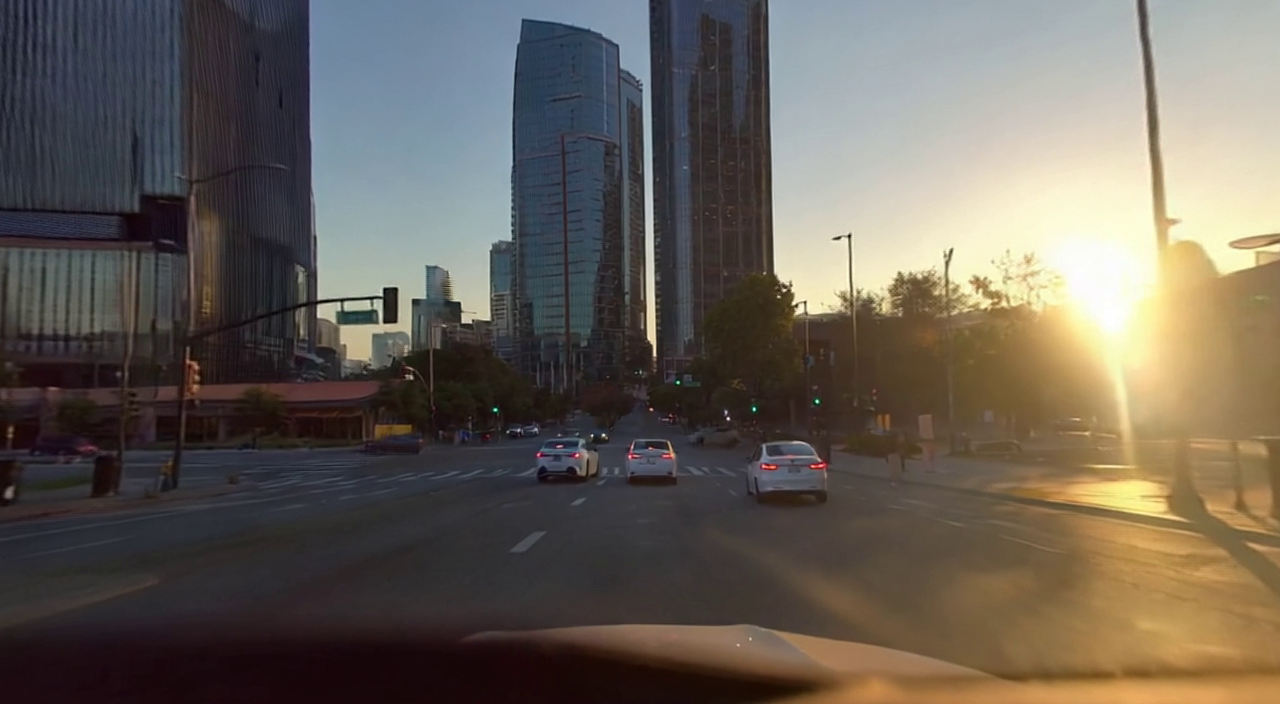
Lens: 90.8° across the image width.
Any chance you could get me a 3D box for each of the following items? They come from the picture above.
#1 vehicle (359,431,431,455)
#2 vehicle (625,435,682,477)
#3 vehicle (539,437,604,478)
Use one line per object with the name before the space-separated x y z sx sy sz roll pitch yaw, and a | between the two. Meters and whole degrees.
vehicle | -19.170 7.164 49.630 4.964 1.789 1.941 1 -9 -10
vehicle | 0.500 4.007 24.407 2.016 1.478 3.795 0 -9 1
vehicle | -2.655 4.217 25.520 1.995 1.479 4.627 0 -9 1
